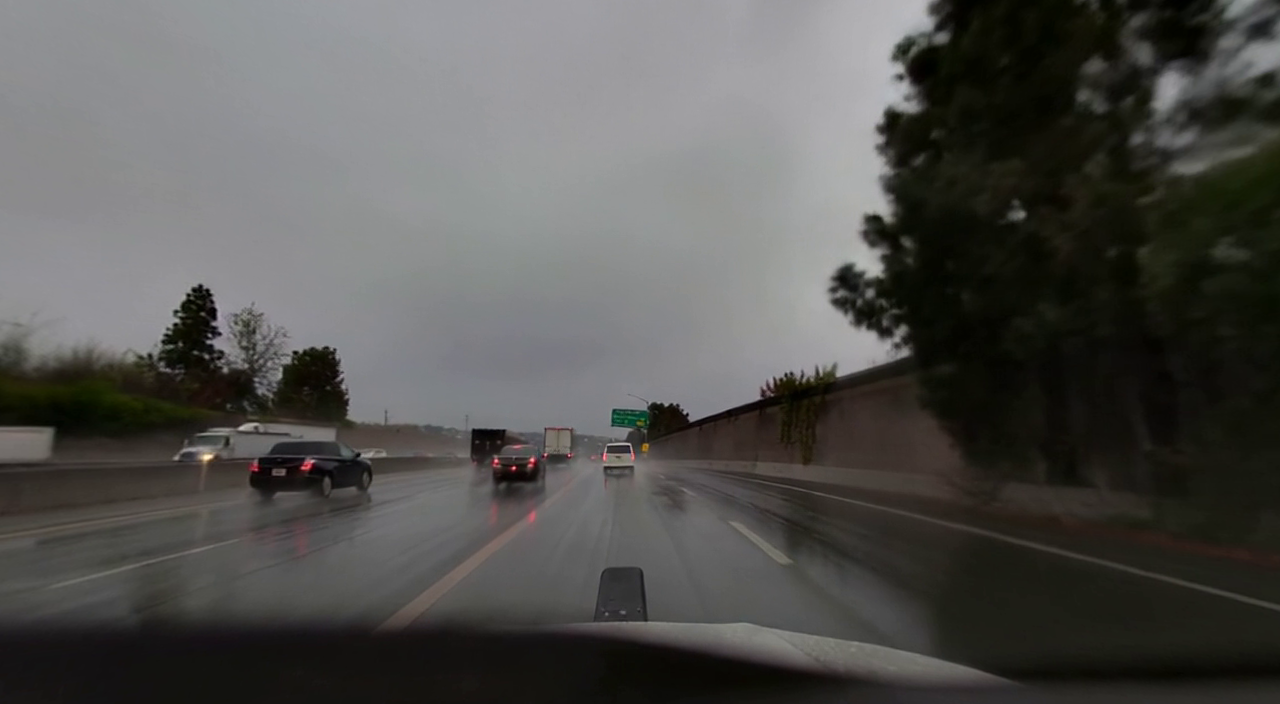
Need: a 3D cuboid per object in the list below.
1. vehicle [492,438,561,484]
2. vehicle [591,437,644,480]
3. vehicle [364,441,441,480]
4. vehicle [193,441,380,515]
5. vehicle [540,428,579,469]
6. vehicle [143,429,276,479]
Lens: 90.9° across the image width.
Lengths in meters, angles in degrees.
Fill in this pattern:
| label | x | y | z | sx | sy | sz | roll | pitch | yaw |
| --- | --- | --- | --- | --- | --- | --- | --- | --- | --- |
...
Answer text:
| label | x | y | z | sx | sy | sz | roll | pitch | yaw |
| --- | --- | --- | --- | --- | --- | --- | --- | --- | --- |
| vehicle | -4.315 | 4.216 | 24.744 | 2.005 | 1.631 | 4.295 | 0 | -8 | -1 |
| vehicle | -0.995 | 4.528 | 27.107 | 2.092 | 1.671 | 3.772 | 0 | -8 | -3 |
| vehicle | -11.951 | 5.456 | 32.201 | 2.079 | 1.807 | 5.187 | 0 | -8 | -2 |
| vehicle | -7.988 | 2.845 | 14.853 | 1.896 | 1.465 | 4.399 | 0 | -8 | 0 |
| vehicle | -5.595 | 6.810 | 44.494 | 2.279 | 2.672 | 5.256 | 0 | -8 | -2 |
| vehicle | -16.744 | 3.988 | 24.906 | 2.044 | 1.747 | 4.769 | 0 | -8 | -3 |
